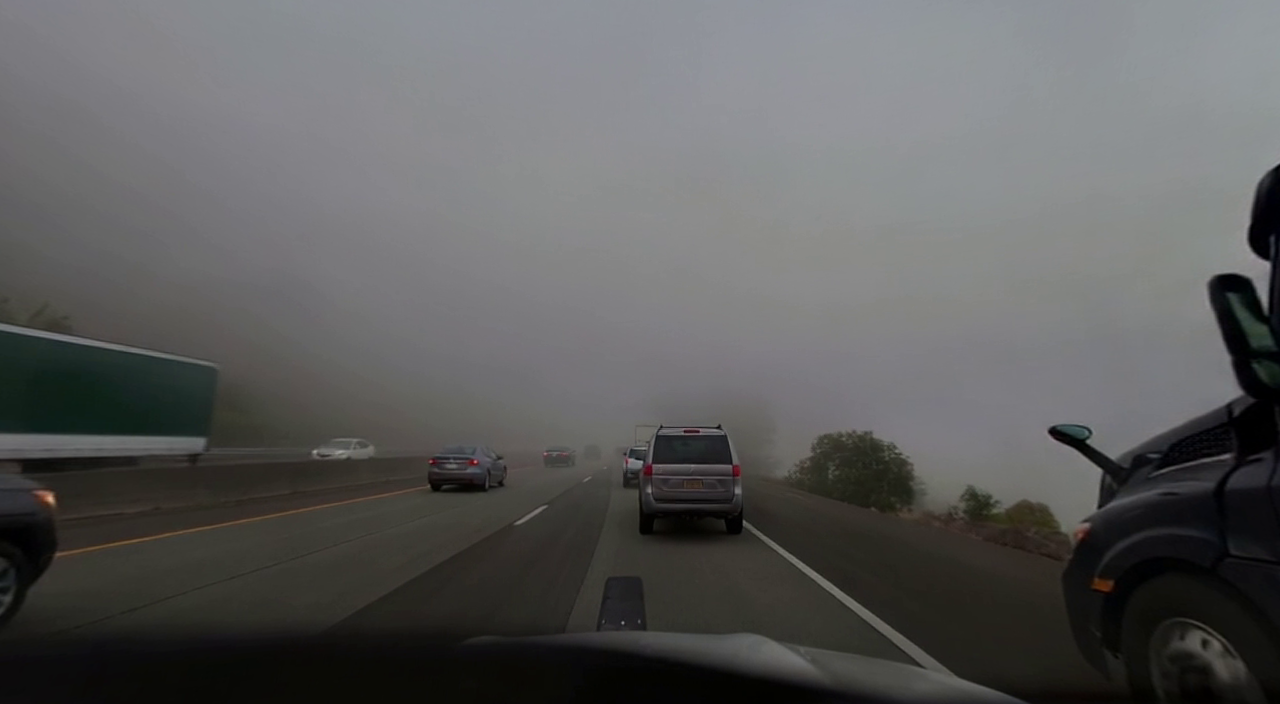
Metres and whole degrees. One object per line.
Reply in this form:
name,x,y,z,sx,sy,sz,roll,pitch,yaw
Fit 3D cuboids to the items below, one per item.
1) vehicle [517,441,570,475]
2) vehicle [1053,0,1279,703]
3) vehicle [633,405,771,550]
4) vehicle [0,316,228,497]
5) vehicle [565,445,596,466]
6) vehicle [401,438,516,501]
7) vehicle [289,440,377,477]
vehicle,-4.663,5.213,31.143,1.855,1.527,4.209,0,-9,1
vehicle,3.772,-0.080,1.844,2.141,3.473,4.217,-1,-9,2
vehicle,0.809,1.981,10.480,1.825,1.920,3.960,0,-9,0
vehicle,-15.959,1.317,14.807,2.881,4.067,14.355,0,-9,0
vehicle,-4.367,7.643,46.671,1.857,1.423,3.920,0,-9,2
vehicle,-4.728,3.108,17.028,1.867,1.489,3.829,0,-9,1
vehicle,-12.823,4.460,26.586,1.855,1.445,3.655,0,-9,1
